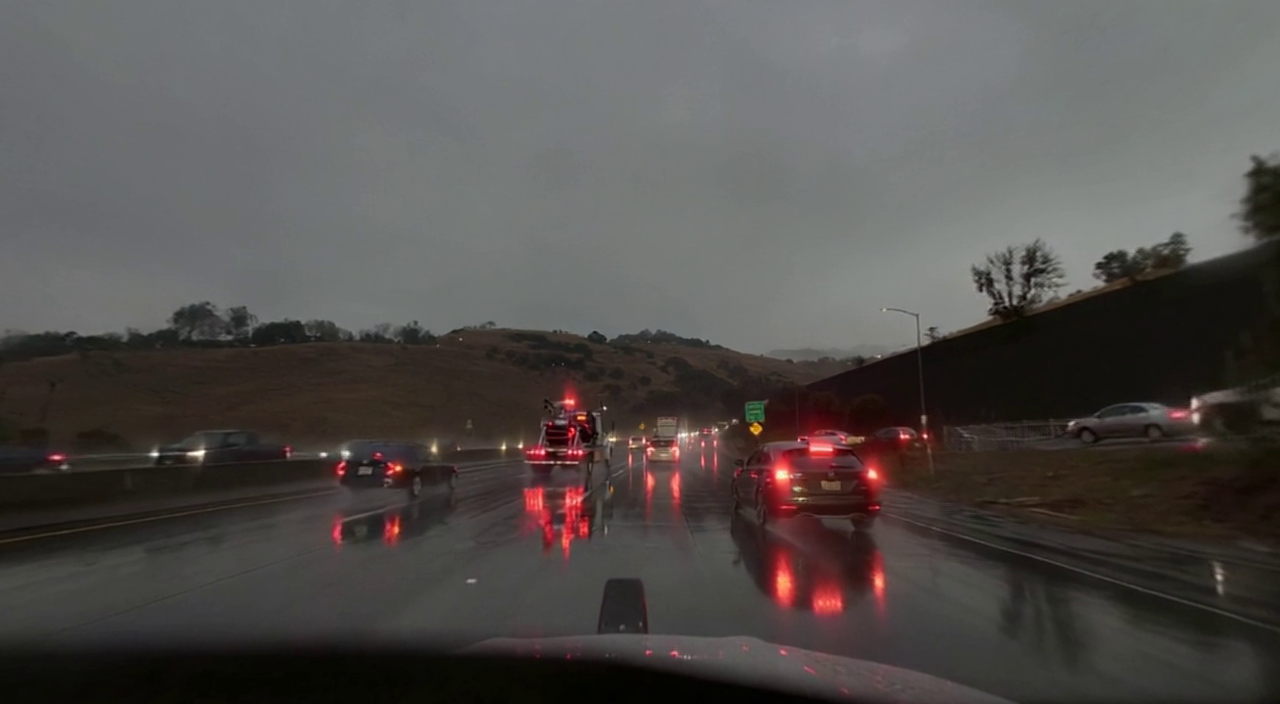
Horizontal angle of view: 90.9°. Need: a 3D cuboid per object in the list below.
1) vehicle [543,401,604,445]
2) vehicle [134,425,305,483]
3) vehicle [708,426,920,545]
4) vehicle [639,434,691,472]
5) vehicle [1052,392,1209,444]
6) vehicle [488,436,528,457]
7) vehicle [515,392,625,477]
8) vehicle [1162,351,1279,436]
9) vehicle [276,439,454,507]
[{"bbox_3d":[-2.650,3.031,26.191,1.893,1.674,4.766,0,-8,2],"label":"vehicle"},{"bbox_3d":[-15.414,3.799,23.679,2.333,1.897,5.499,-1,-8,4],"label":"vehicle"},{"bbox_3d":[2.448,2.012,10.204,2.040,1.481,4.260,0,-8,-3],"label":"vehicle"},{"bbox_3d":[1.085,4.339,27.173,2.079,1.499,3.915,0,-8,2],"label":"vehicle"},{"bbox_3d":[17.215,2.438,22.456,2.034,1.647,4.188,0,-8,-3],"label":"vehicle"},{"bbox_3d":[-9.988,7.186,47.989,1.881,1.511,3.959,-1,-8,5],"label":"vehicle"},{"bbox_3d":[-2.586,3.660,27.421,3.162,2.955,10.282,0,-8,3],"label":"vehicle"},{"bbox_3d":[13.647,0.870,12.958,1.979,1.616,4.268,1,-8,-4],"label":"vehicle"},{"bbox_3d":[-6.406,2.857,15.483,1.964,1.395,4.948,0,-8,2],"label":"vehicle"}]
